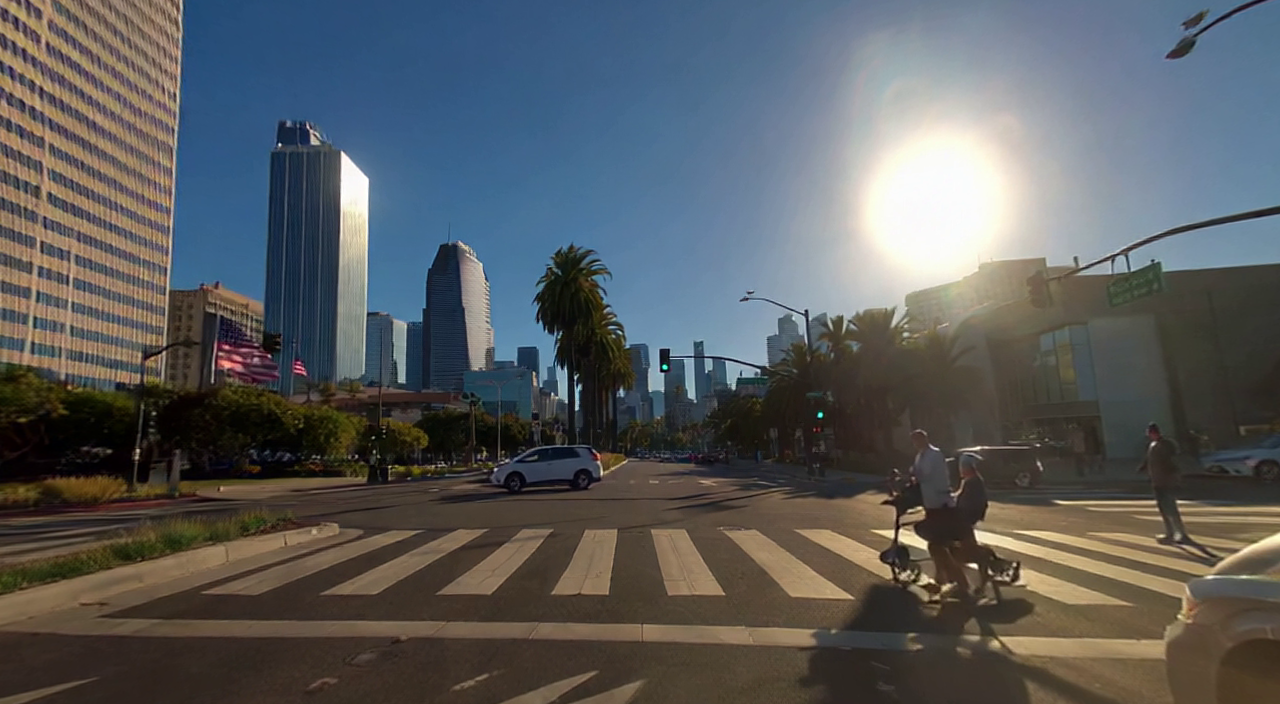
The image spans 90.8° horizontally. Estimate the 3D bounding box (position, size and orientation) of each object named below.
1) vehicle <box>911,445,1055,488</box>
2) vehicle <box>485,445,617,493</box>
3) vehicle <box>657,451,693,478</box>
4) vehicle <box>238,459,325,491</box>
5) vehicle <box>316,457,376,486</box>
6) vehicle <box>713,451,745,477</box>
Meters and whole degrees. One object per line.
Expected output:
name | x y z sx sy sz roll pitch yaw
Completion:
vehicle | 12.854 4.310 23.937 4.273 1.525 2.000 -1 -9 7
vehicle | -3.114 4.173 22.800 4.499 1.594 1.898 0 -9 -4
vehicle | 2.507 8.228 46.578 2.325 1.810 4.827 0 -8 -1
vehicle | -19.951 6.860 35.438 2.069 1.540 4.774 0 -8 0
vehicle | -20.077 8.157 43.389 2.043 1.745 4.420 0 -8 -1
vehicle | 6.386 8.042 45.544 2.176 1.690 4.138 -1 -9 7
